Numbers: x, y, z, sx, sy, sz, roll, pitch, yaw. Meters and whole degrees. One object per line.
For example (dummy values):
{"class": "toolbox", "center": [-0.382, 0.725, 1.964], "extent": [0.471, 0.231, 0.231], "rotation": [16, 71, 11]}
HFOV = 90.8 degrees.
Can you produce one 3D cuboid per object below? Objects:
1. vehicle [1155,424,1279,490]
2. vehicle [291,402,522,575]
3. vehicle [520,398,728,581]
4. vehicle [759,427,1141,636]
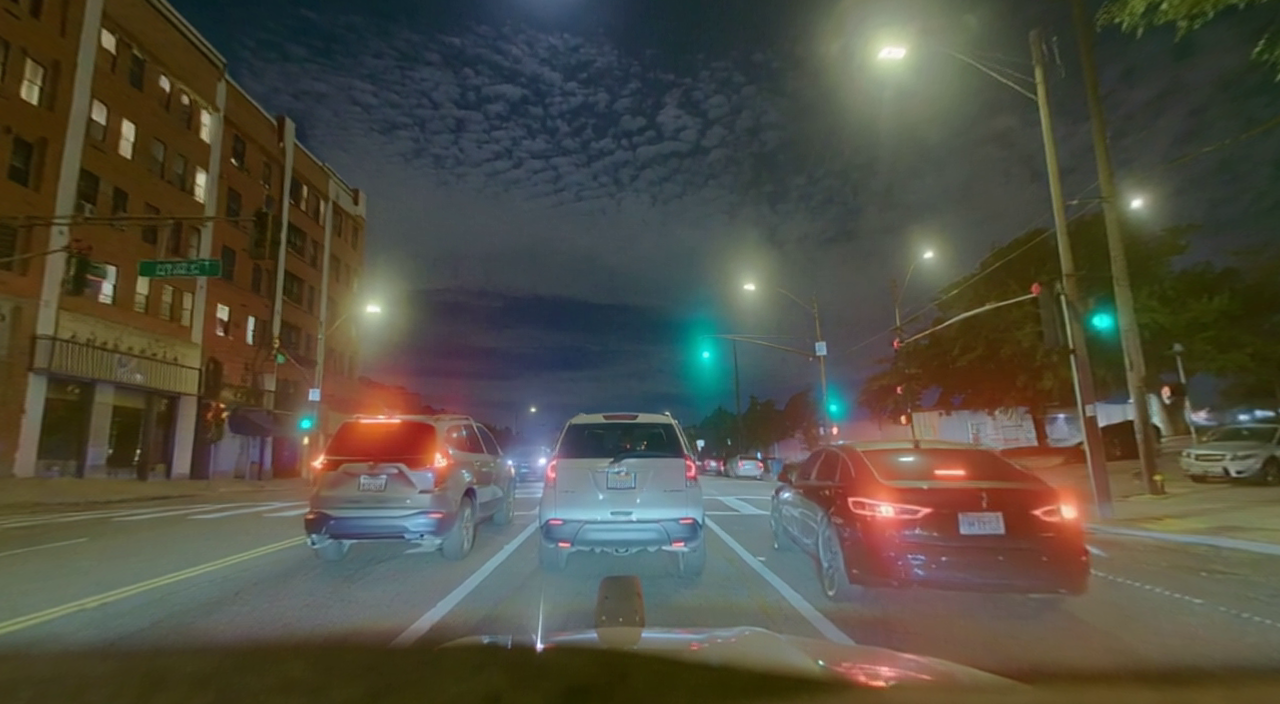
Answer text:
{"class": "vehicle", "center": [17.514, 2.965, 17.747], "extent": [4.547, 1.720, 1.624], "rotation": [0, -12, -2]}
{"class": "vehicle", "center": [-2.885, 1.766, 8.928], "extent": [1.855, 1.812, 4.244], "rotation": [0, -9, -4]}
{"class": "vehicle", "center": [-0.168, 1.736, 8.765], "extent": [2.105, 1.842, 4.537], "rotation": [0, -8, 0]}
{"class": "vehicle", "center": [2.601, 1.585, 6.619], "extent": [1.852, 1.462, 4.155], "rotation": [0, -8, 0]}
